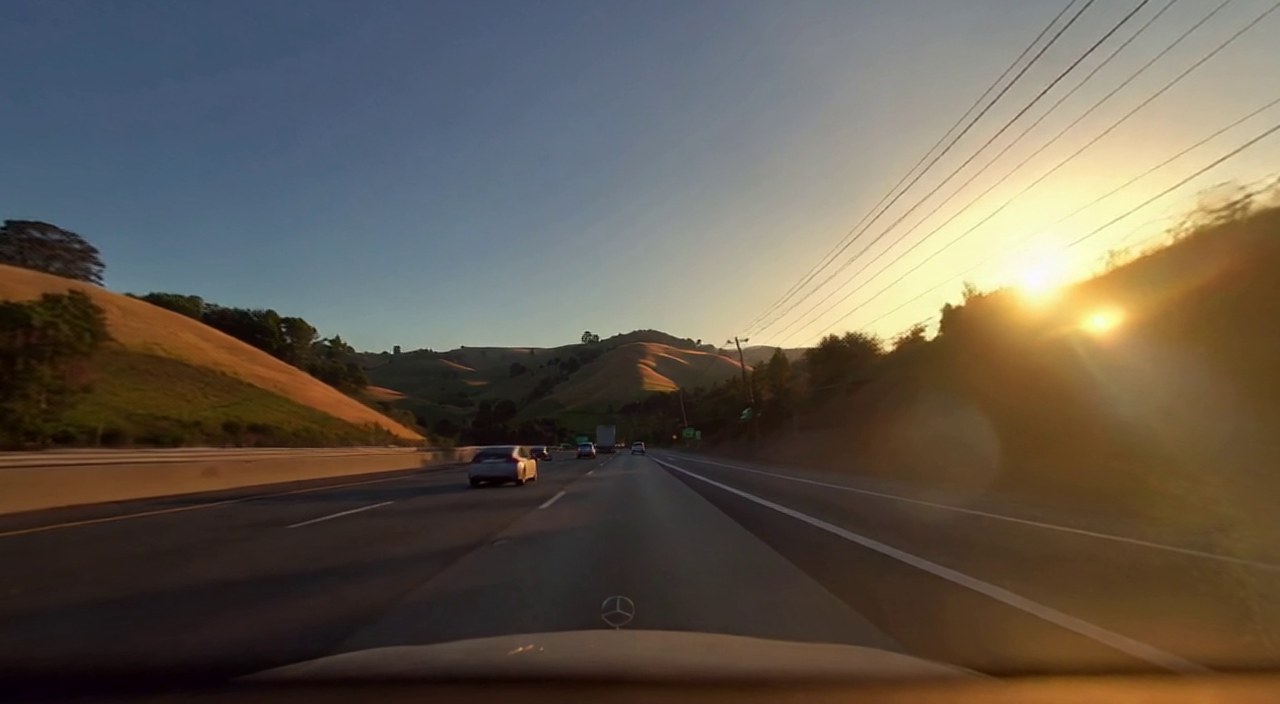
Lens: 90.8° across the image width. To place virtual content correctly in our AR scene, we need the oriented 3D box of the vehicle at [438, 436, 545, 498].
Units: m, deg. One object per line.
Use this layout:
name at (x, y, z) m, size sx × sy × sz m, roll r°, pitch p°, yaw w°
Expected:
vehicle at (-4.068, 3.222, 18.157) m, size 1.963 × 1.533 × 4.477 m, roll 0°, pitch -9°, yaw 0°

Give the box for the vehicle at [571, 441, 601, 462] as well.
vehicle at (-4.192, 7.788, 49.667) m, size 2.038 × 1.533 × 4.103 m, roll 0°, pitch -9°, yaw -1°
